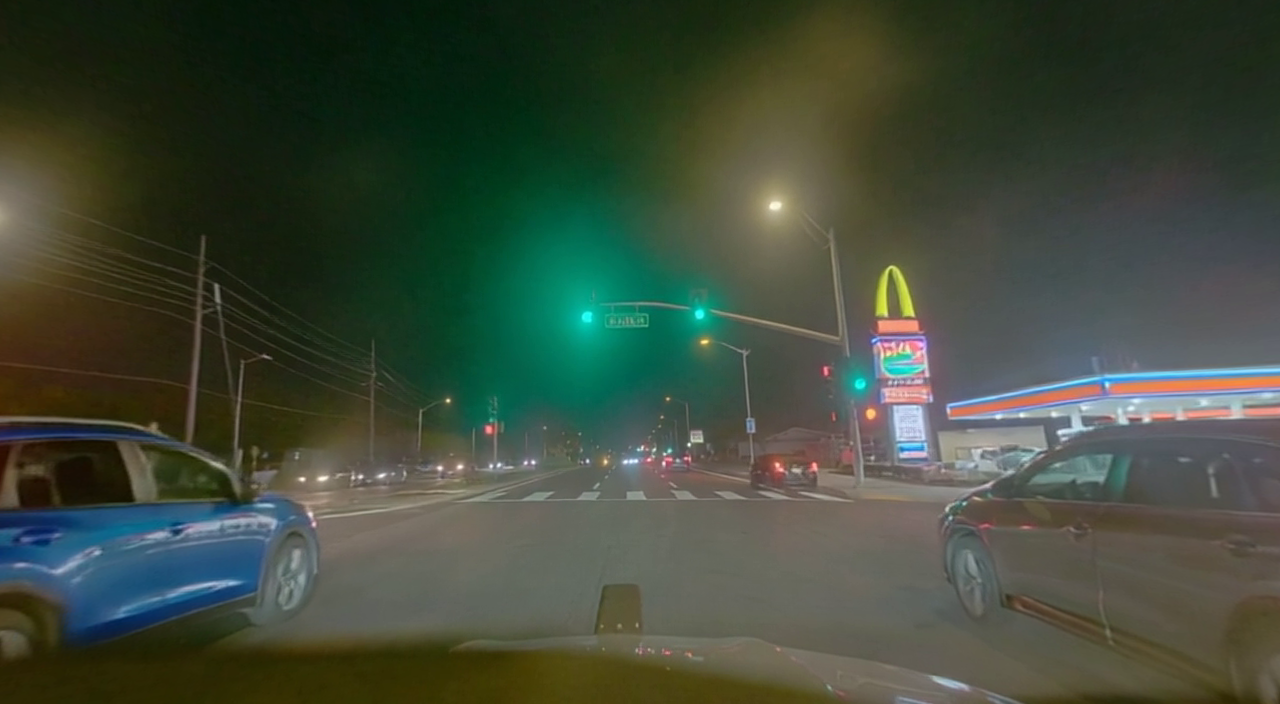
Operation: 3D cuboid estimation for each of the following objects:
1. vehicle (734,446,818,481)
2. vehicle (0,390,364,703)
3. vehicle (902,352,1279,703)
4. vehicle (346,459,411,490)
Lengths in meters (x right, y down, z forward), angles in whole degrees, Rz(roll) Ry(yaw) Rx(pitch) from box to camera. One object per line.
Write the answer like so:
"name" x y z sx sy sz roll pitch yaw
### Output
"vehicle" 7.089 5.827 33.475 2.066 1.699 4.419 4 -9 -25
"vehicle" -3.706 1.205 4.193 1.935 1.617 4.045 0 -8 -1
"vehicle" 3.350 0.971 3.212 2.085 1.655 4.459 0 -8 0
"vehicle" -14.696 6.895 35.791 1.751 1.484 4.561 0 -8 0
